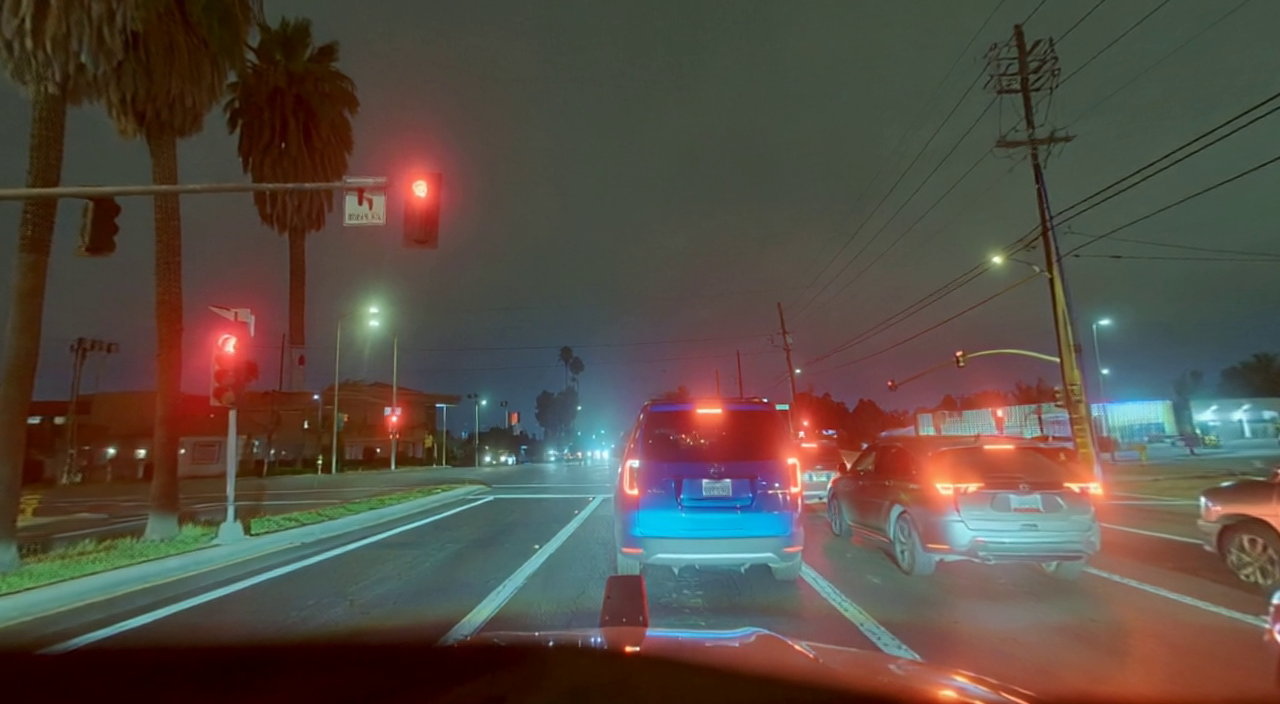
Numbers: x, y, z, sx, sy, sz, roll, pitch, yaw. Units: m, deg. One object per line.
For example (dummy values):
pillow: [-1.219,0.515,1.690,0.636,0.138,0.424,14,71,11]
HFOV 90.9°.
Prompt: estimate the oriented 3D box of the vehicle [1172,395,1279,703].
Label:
vehicle: [3.359,0.648,0.673,1.805,1.485,4.348,0,-9,1]

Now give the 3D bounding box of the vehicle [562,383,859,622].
vehicle: [0.454,1.442,6.946,2.228,1.780,4.269,0,-9,-2]

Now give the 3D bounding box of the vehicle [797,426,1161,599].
vehicle: [3.441,1.693,7.567,1.895,1.456,4.255,0,-9,-2]
